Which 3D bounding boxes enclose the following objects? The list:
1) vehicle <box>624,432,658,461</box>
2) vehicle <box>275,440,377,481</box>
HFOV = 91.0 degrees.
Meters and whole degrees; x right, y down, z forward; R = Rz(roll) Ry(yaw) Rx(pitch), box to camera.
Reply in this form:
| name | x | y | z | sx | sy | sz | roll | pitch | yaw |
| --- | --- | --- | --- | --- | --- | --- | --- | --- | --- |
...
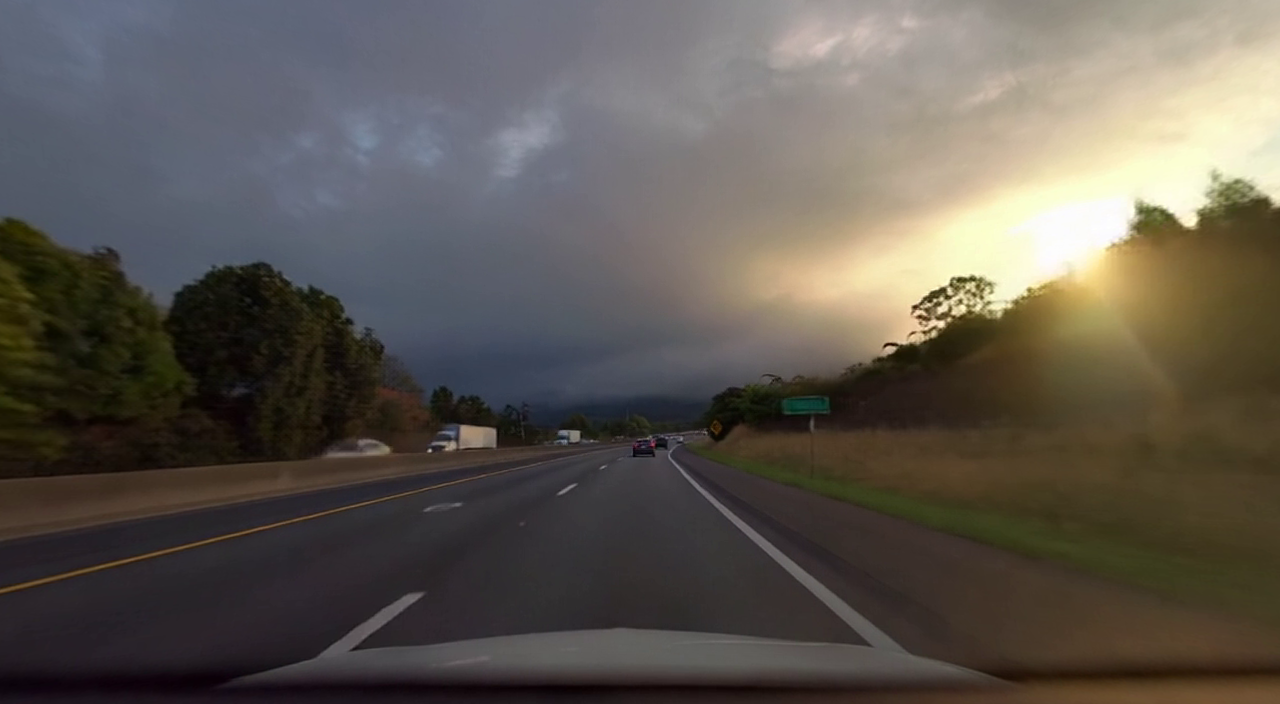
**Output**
| name | x | y | z | sx | sy | sz | roll | pitch | yaw |
| --- | --- | --- | --- | --- | --- | --- | --- | --- | --- |
| vehicle | 0.109 | 6.457 | 43.104 | 2.188 | 1.825 | 4.282 | -1 | -8 | 1 |
| vehicle | -13.908 | 4.805 | 28.270 | 1.981 | 1.665 | 4.725 | -1 | -8 | 2 |
